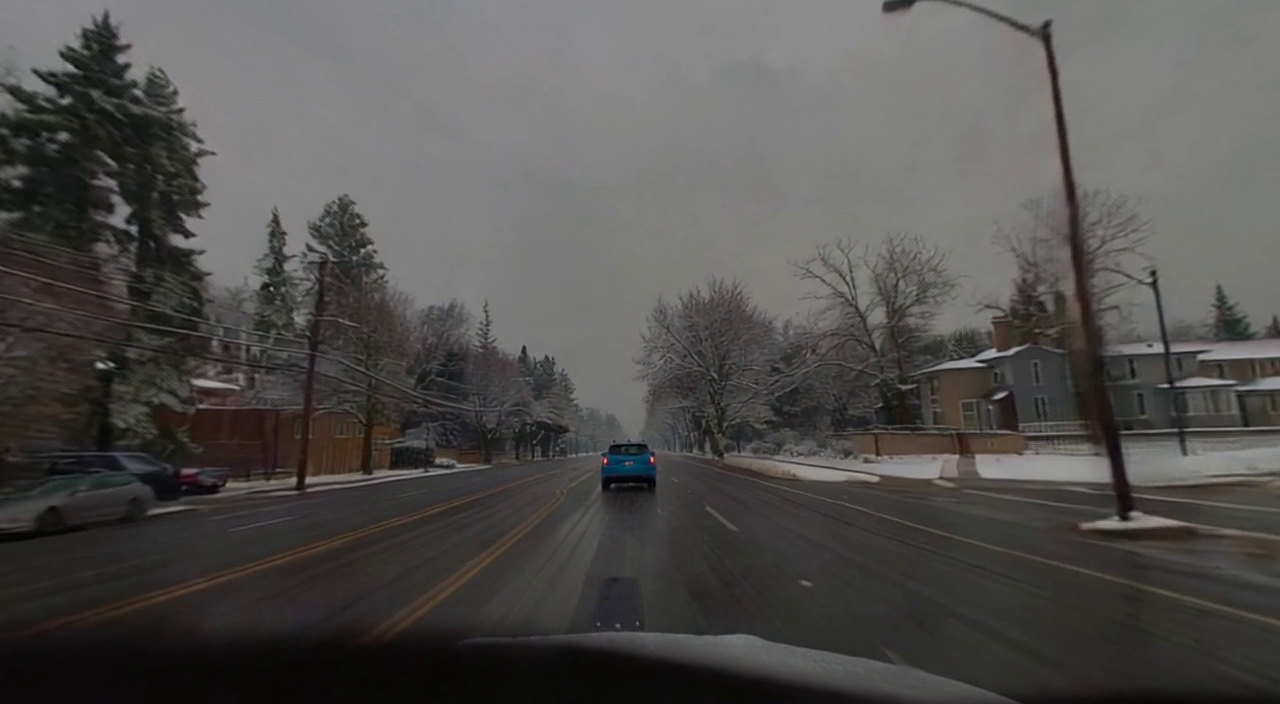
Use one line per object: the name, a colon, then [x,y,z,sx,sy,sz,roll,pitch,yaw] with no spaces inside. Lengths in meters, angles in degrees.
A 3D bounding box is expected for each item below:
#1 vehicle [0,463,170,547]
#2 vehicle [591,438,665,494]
vehicle: [-13.874,3.619,15.341,1.900,1.596,4.142,-3,-9,-3]
vehicle: [-0.383,3.682,20.752,2.181,1.639,4.127,0,-9,-1]
